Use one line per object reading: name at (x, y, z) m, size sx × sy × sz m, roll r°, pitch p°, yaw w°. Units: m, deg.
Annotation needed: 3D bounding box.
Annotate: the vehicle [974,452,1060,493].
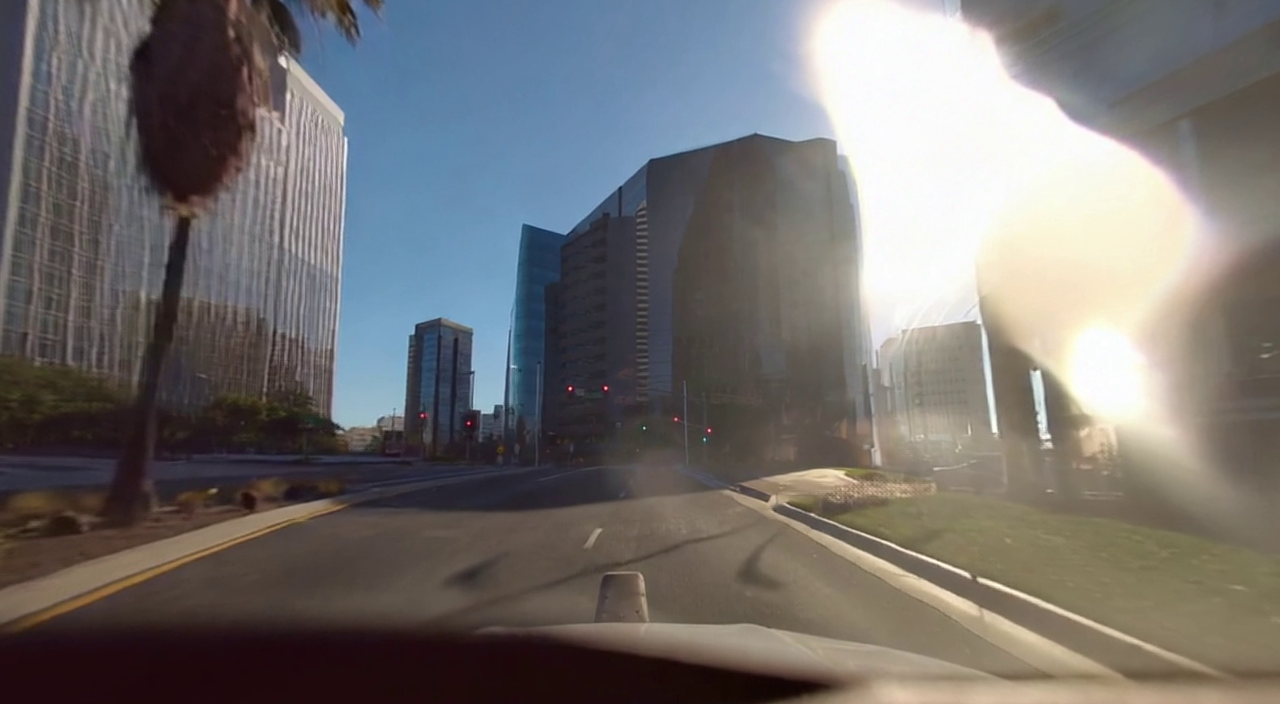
vehicle at (28.747, 9.355, 48.378) m, size 2.599 × 2.380 × 6.013 m, roll 3°, pitch -17°, yaw -2°
